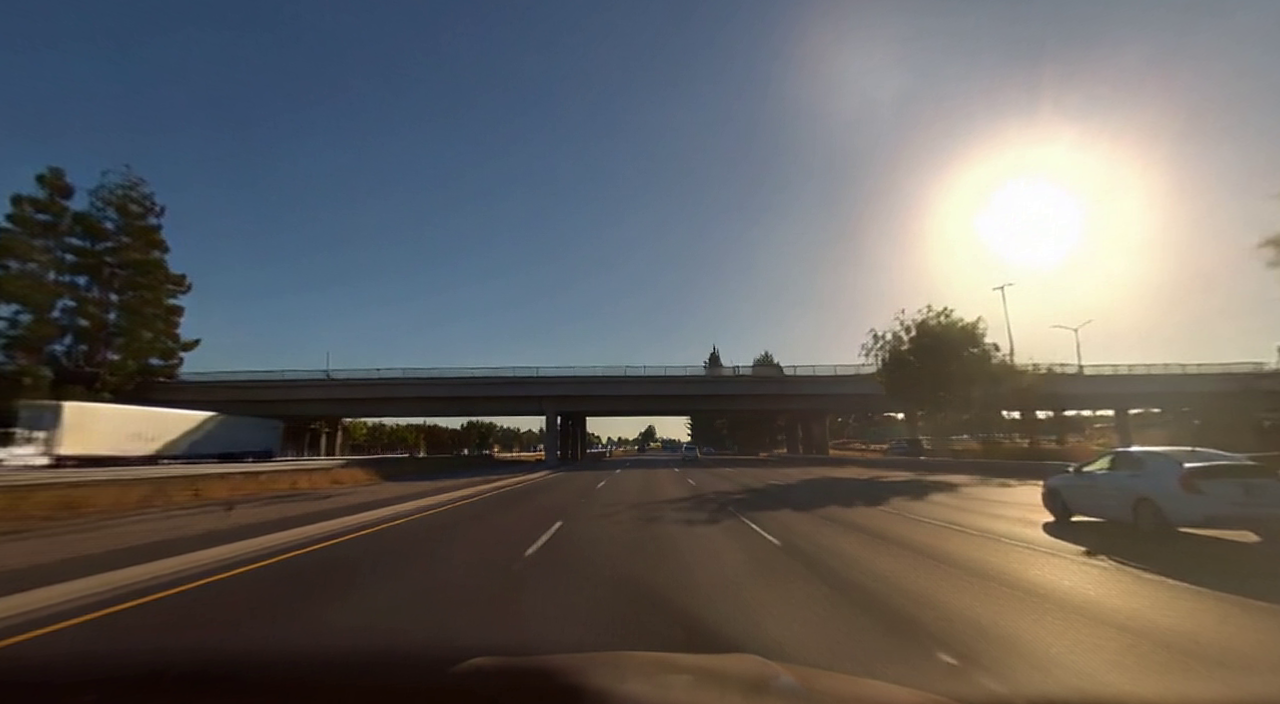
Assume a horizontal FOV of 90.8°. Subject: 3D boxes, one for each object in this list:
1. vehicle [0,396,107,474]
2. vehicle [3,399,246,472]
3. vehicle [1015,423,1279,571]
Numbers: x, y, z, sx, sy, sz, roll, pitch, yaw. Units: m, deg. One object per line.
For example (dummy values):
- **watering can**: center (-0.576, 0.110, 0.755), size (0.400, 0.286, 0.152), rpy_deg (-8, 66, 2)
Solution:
- **vehicle**: center (-34.557, 4.619, 34.769), size (3.015, 3.942, 8.354), rpy_deg (0, -9, 0)
- **vehicle**: center (-34.449, 5.970, 44.187), size (2.902, 4.121, 16.582), rpy_deg (0, -9, 1)
- **vehicle**: center (7.743, 1.917, 9.176), size (1.862, 1.613, 4.316), rpy_deg (0, -9, -1)
